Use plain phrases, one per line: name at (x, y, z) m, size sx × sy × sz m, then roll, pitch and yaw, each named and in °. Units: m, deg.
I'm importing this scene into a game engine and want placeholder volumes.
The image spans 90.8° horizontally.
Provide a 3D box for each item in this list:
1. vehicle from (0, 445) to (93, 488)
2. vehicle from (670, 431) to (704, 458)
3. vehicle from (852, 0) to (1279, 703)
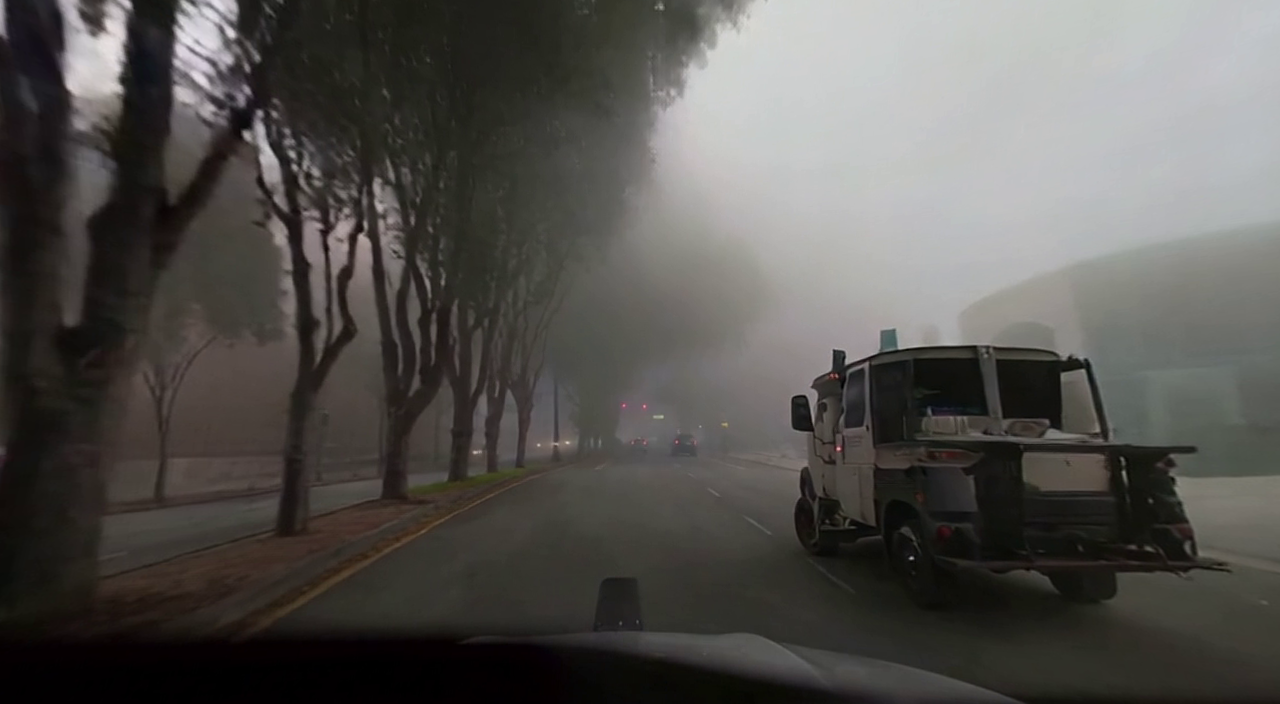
vehicle at (-28.023, 5.200, 28.547) m, size 1.978 × 1.781 × 4.917 m, roll -3°, pitch -11°, yaw 3°
vehicle at (3.520, 7.023, 47.978) m, size 2.099 × 1.936 × 4.575 m, roll 0°, pitch -9°, yaw -1°
vehicle at (3.828, -0.102, 1.828) m, size 2.731 × 3.407 × 10.262 m, roll 0°, pitch -9°, yaw -1°
